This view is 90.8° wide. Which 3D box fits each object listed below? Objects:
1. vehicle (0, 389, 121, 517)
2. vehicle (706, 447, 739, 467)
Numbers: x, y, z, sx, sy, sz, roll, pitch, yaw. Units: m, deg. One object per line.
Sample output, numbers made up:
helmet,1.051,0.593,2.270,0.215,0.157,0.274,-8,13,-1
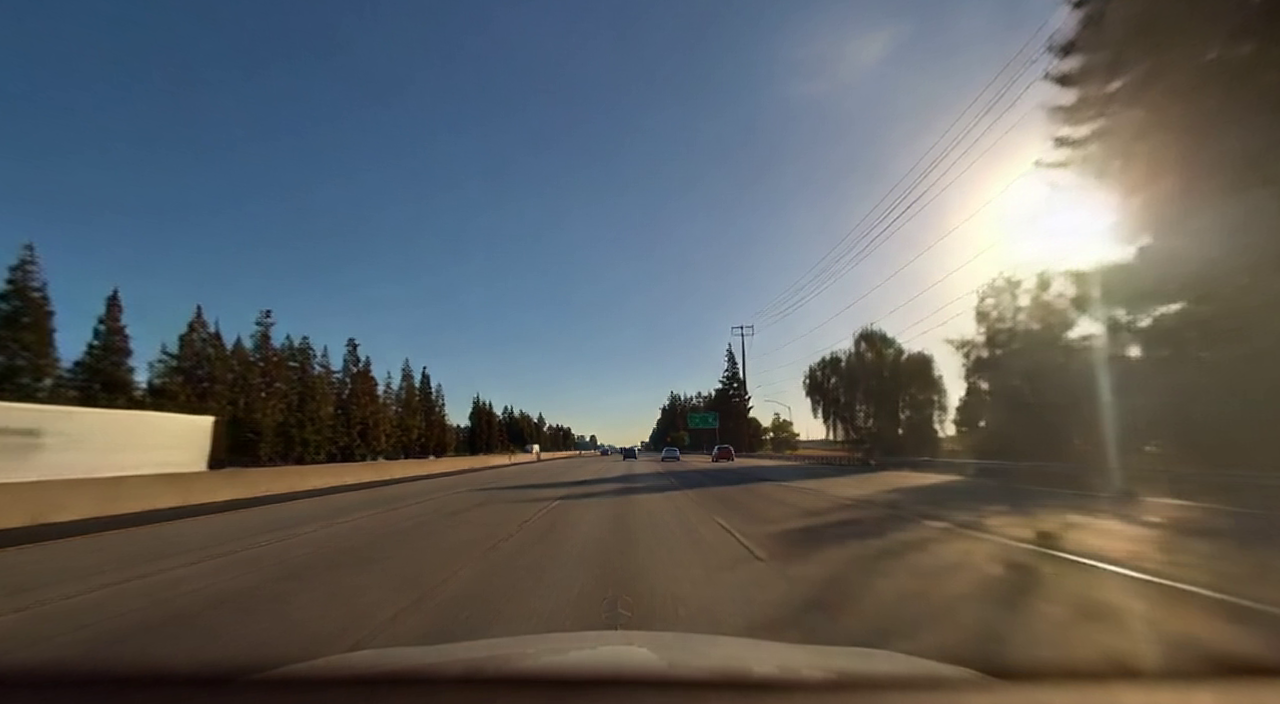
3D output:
vehicle,-18.987,2.549,15.795,2.951,3.477,10.720,0,-9,-1
vehicle,6.340,8.095,48.940,1.817,1.440,4.075,0,-9,-2
